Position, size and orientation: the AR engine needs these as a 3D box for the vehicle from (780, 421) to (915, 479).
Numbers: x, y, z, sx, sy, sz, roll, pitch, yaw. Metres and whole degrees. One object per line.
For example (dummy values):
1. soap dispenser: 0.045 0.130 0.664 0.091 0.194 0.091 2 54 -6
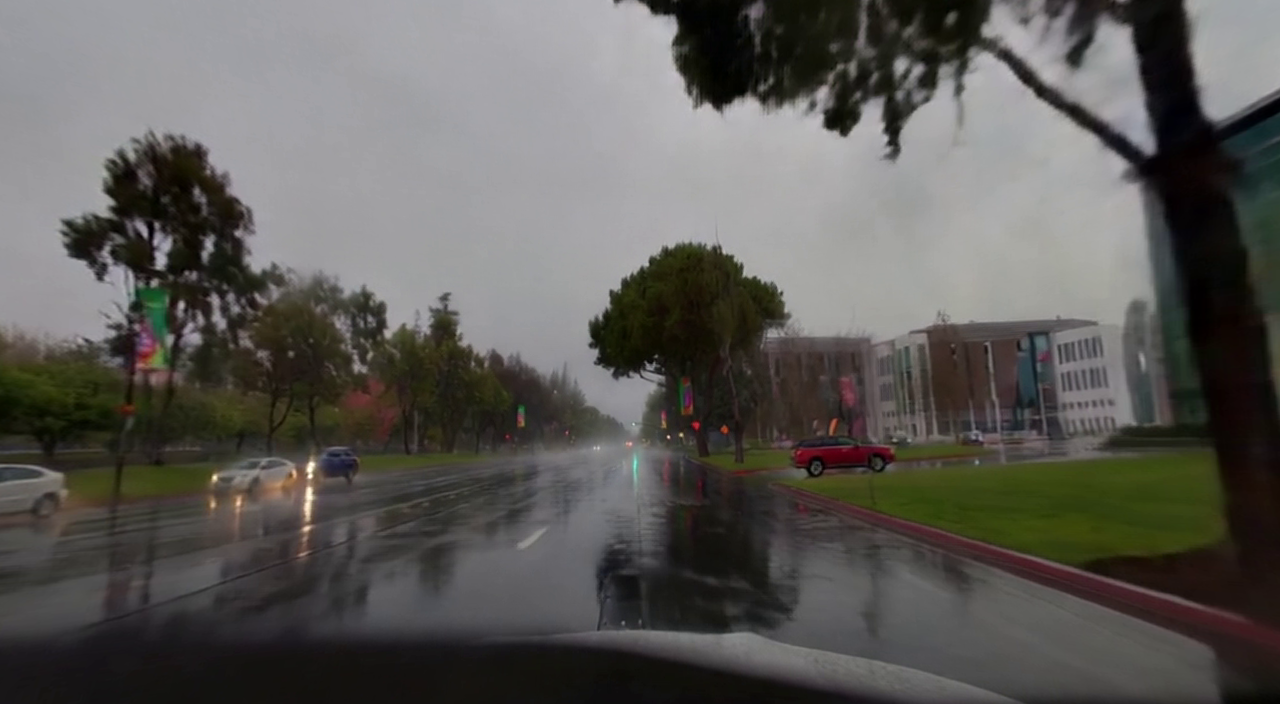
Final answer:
1. vehicle: 8.682 4.145 26.629 4.716 1.672 2.330 -8 -8 -2

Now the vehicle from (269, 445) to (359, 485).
1. vehicle: -17.262 5.959 33.574 2.301 1.821 4.731 -4 -8 1

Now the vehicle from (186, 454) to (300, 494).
1. vehicle: -17.402 5.326 27.857 1.873 1.544 4.794 0 -8 1
